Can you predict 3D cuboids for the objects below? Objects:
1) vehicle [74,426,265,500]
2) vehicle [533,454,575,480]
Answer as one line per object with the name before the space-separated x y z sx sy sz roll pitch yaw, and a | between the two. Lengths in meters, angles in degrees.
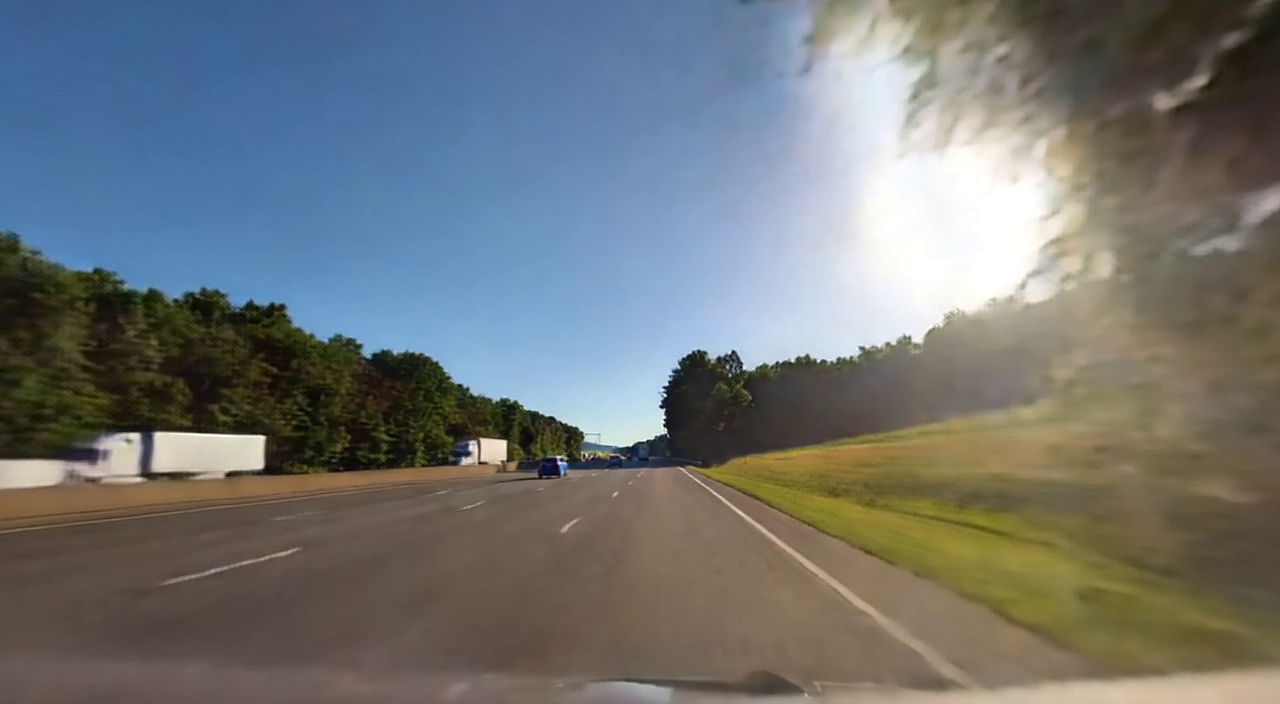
vehicle | -26.961 6.436 37.210 2.951 3.729 10.497 0 -9 1
vehicle | -5.617 7.557 41.726 1.996 1.579 4.439 -1 -9 3
